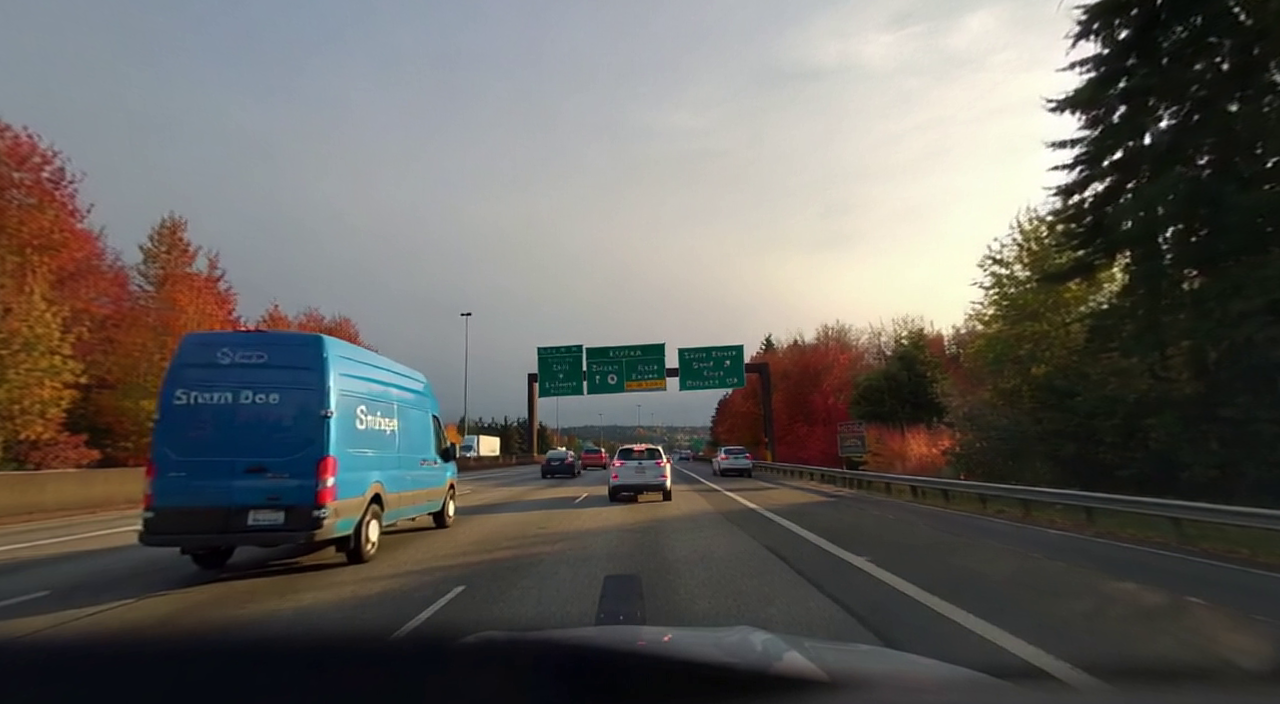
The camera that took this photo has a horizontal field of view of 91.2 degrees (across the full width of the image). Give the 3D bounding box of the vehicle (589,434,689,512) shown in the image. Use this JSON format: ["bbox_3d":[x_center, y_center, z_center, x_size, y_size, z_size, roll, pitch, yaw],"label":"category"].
[{"bbox_3d":[-0.010,2.995,15.947,2.195,1.679,4.070,0,-9,0],"label":"vehicle"}]

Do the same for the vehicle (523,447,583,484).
[{"bbox_3d":[-3.764,4.993,27.819,2.015,1.496,4.312,0,-9,0],"label":"vehicle"}]

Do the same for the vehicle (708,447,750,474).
[{"bbox_3d":[5.251,6.428,37.385,1.962,1.503,4.432,0,-9,2],"label":"vehicle"}]

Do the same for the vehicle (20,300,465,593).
[{"bbox_3d":[-4.427,1.274,8.699,2.275,2.692,5.810,0,-9,0],"label":"vehicle"}]
